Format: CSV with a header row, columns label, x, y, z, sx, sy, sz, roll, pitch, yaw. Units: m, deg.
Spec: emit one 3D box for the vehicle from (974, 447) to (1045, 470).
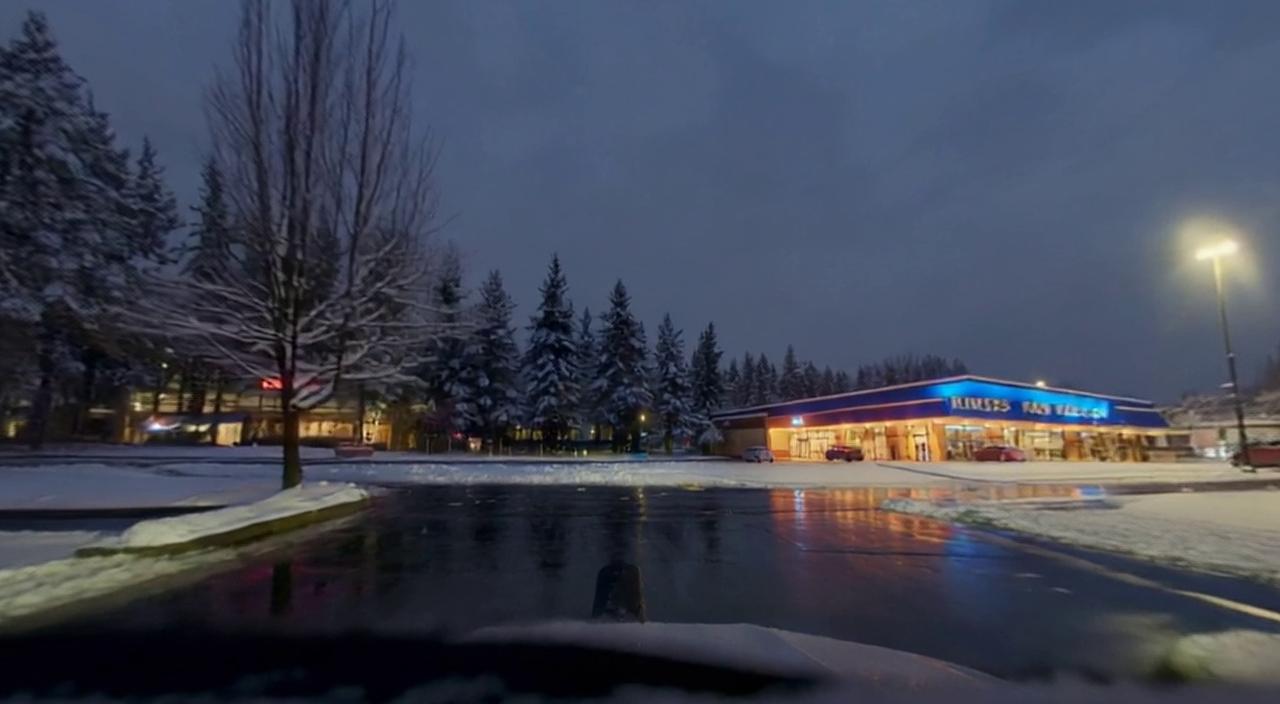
label,x,y,z,sx,sy,sz,roll,pitch,yaw
vehicle,26.550,7.639,45.603,1.845,1.463,4.399,1,-8,-12
